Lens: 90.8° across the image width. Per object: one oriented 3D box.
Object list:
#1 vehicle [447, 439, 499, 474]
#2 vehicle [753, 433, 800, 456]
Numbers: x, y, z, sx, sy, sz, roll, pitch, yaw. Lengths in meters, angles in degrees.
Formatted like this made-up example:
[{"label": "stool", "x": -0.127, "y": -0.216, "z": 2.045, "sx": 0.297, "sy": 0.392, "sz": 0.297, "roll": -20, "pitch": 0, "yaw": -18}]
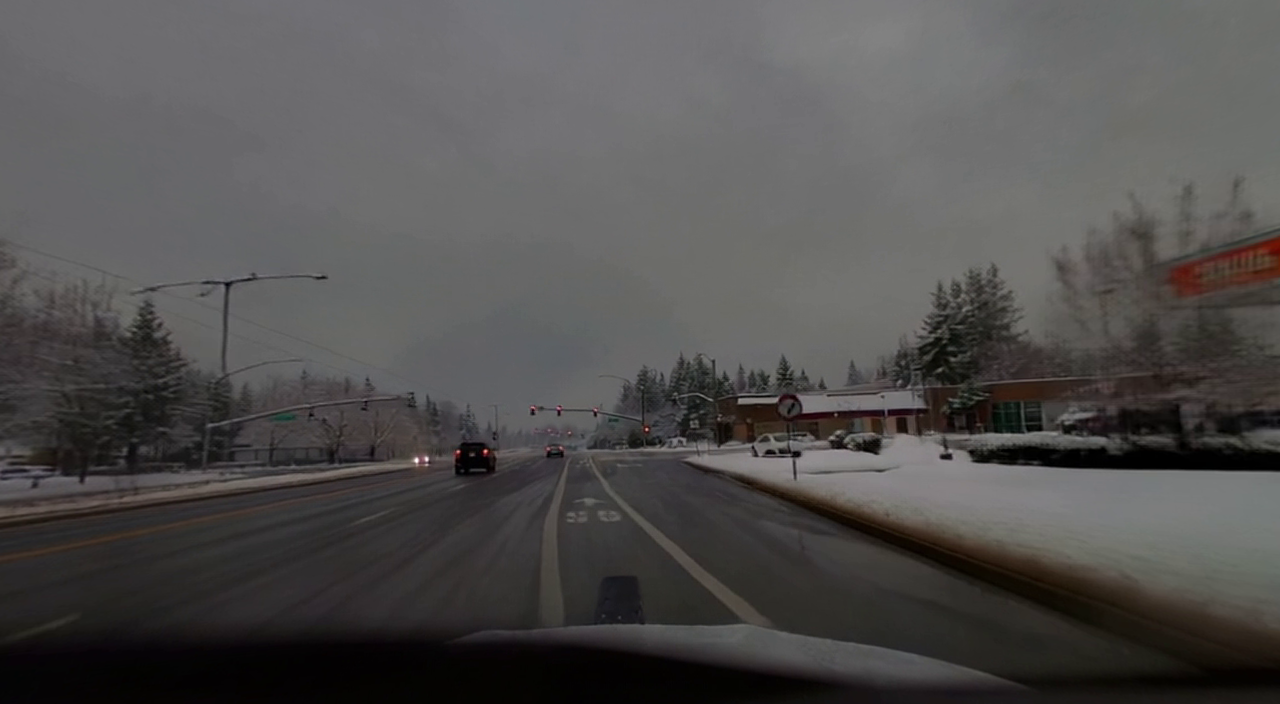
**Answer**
[{"label": "vehicle", "x": -9.128, "y": 5.743, "z": 34.867, "sx": 1.985, "sy": 1.772, "sz": 4.479, "roll": 0, "pitch": -9, "yaw": -5}, {"label": "vehicle", "x": 9.660, "y": 6.597, "z": 45.050, "sx": 2.076, "sy": 1.505, "sz": 4.770, "roll": -1, "pitch": -8, "yaw": -2}]
